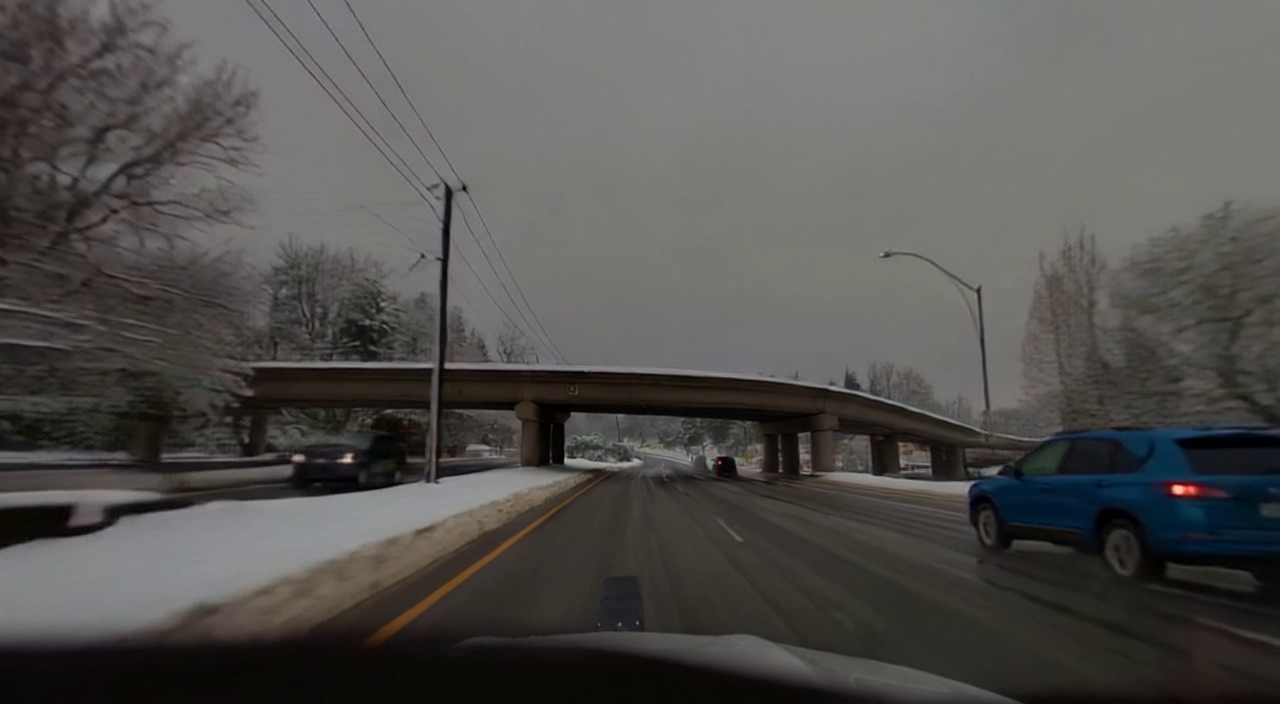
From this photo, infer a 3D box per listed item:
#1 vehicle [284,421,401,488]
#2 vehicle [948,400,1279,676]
[{"bbox_3d":[-10.315,3.712,22.379,2.206,2.034,4.486,-2,-11,-4],"label":"vehicle"},{"bbox_3d":[5.544,1.480,6.188,2.331,1.872,5.378,-4,-8,1],"label":"vehicle"}]
